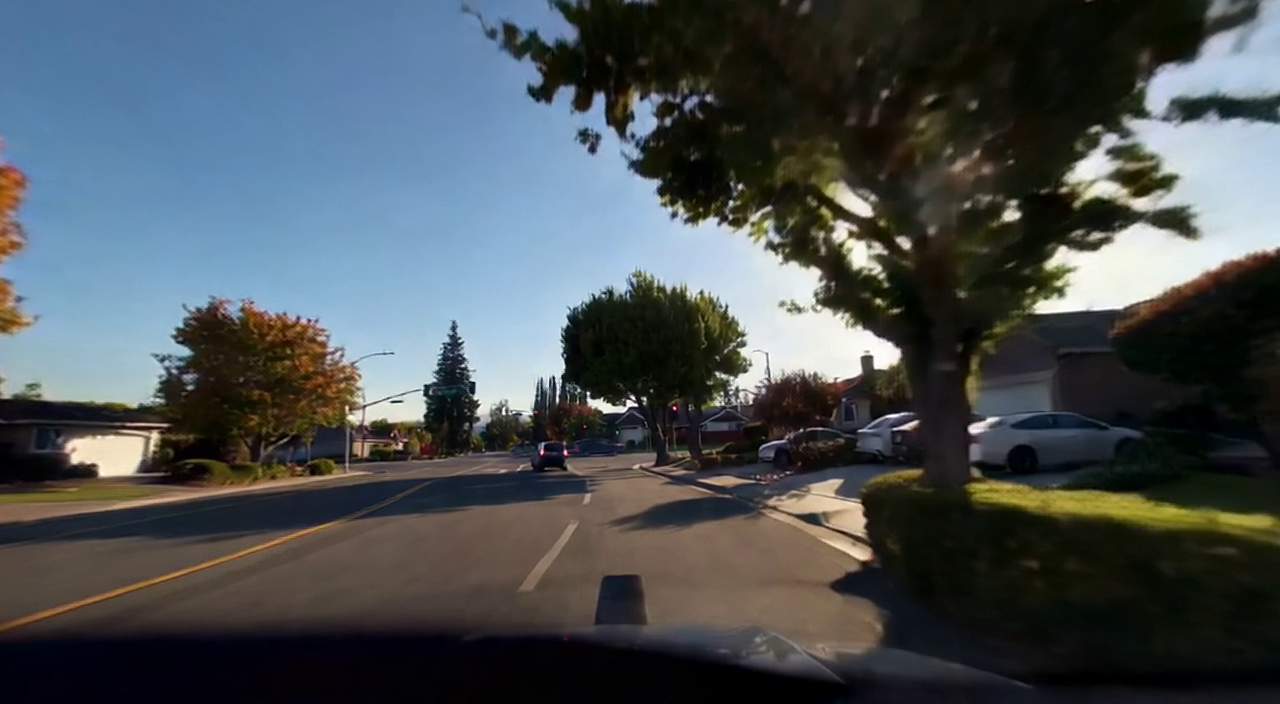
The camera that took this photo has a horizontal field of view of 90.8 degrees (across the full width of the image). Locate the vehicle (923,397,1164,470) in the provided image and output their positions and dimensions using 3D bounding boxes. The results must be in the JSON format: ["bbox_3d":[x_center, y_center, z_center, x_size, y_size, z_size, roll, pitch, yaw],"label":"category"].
[{"bbox_3d":[9.668,1.994,15.425,4.590,1.648,1.876,0,-9,-3],"label":"vehicle"}]

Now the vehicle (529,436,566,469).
[{"bbox_3d":[-5.550,6.060,38.127,2.041,1.834,4.679,1,-9,-8],"label":"vehicle"}]

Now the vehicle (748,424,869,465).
[{"bbox_3d":[7.283,4.022,27.591,4.663,1.618,1.962,0,-9,-7],"label":"vehicle"}]
